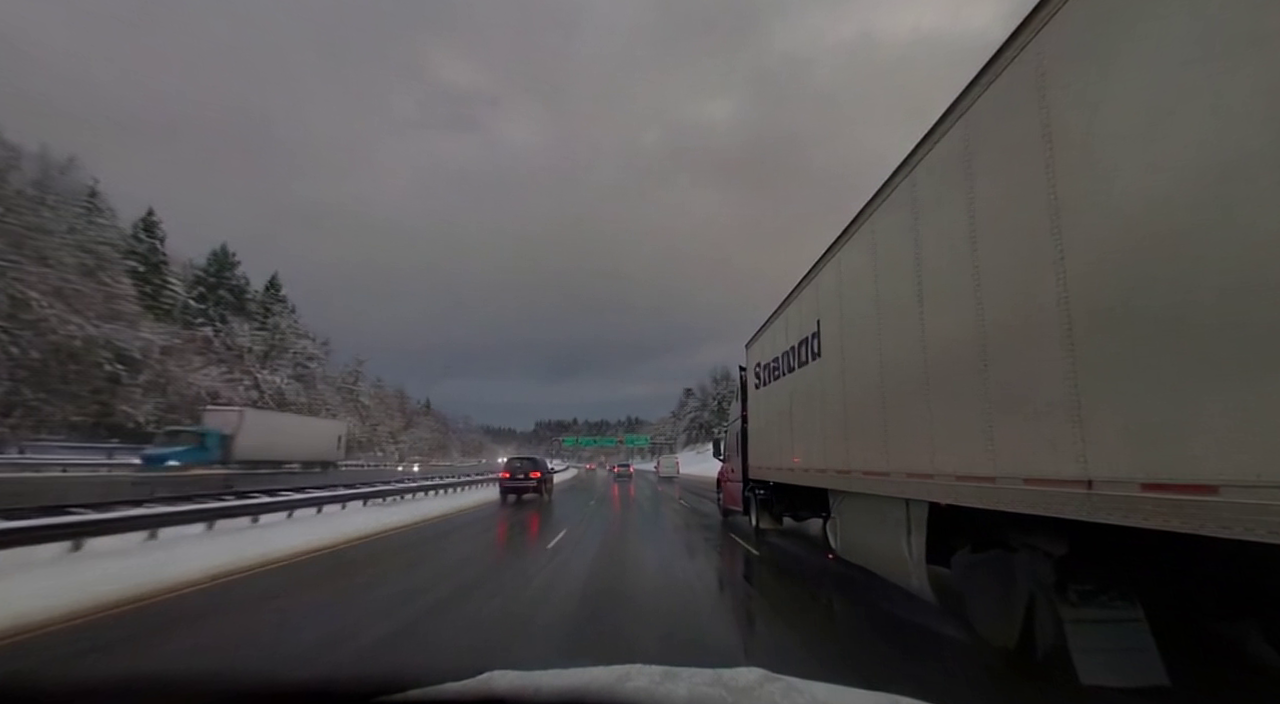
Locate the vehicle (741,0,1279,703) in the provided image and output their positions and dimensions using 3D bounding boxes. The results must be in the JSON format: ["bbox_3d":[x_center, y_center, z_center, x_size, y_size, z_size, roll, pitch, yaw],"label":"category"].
[{"bbox_3d":[4.176,0.783,8.827,2.992,4.300,13.967,1,-10,-1],"label":"vehicle"}]

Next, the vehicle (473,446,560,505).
[{"bbox_3d":[-4.104,4.249,21.846,2.070,1.775,4.646,1,-10,0],"label":"vehicle"}]

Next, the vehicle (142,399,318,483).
[{"bbox_3d":[-21.131,4.918,33.525,2.966,3.783,9.511,1,-10,-1],"label":"vehicle"}]
